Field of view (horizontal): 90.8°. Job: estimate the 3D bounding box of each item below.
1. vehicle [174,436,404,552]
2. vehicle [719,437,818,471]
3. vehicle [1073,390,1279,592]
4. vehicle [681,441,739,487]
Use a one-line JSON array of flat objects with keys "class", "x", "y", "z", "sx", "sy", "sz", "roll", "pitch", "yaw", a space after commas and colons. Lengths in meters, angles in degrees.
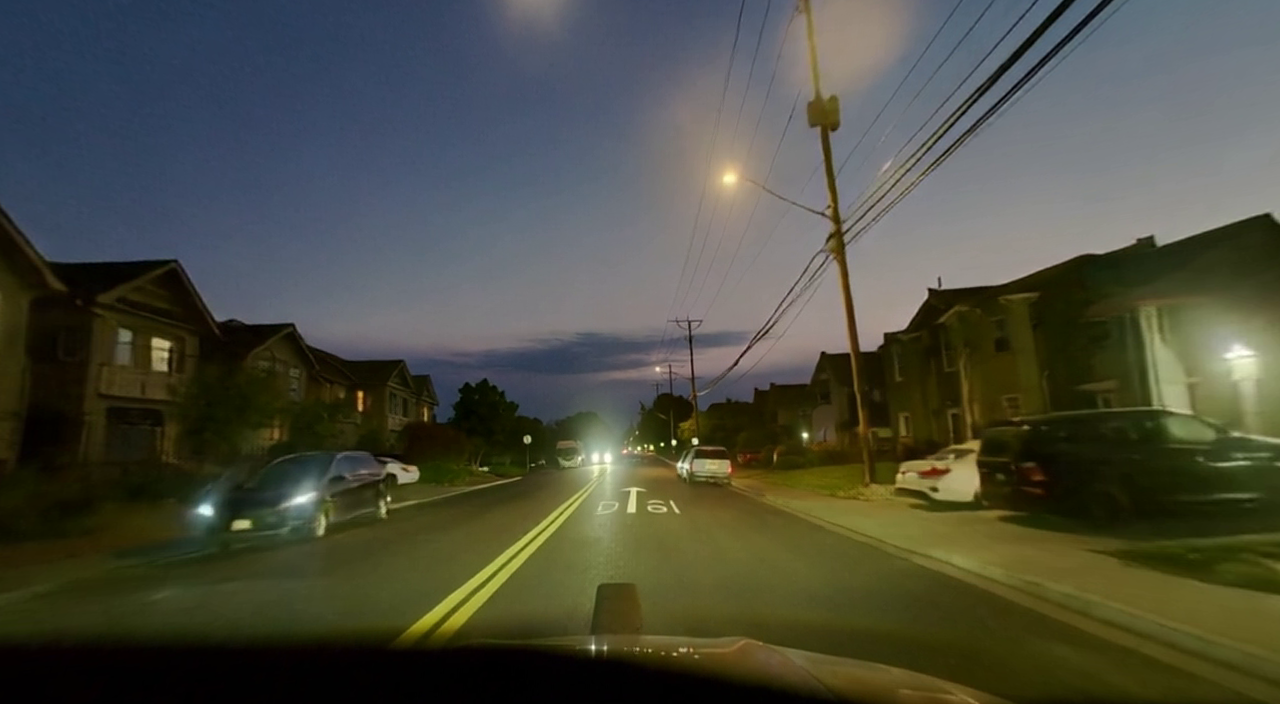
[{"class": "vehicle", "x": -6.488, "y": 2.668, "z": 12.463, "sx": 2.056, "sy": 1.741, "sz": 4.532, "roll": -2, "pitch": -10, "yaw": -2}, {"class": "vehicle", "x": 7.422, "y": 5.959, "z": 36.983, "sx": 5.288, "sy": 1.871, "sz": 2.148, "roll": 0, "pitch": -8, "yaw": 0}, {"class": "vehicle", "x": 6.912, "y": 1.113, "z": 5.209, "sx": 2.764, "sy": 1.753, "sz": 5.704, "roll": -3, "pitch": -7, "yaw": 2}, {"class": "vehicle", "x": 2.850, "y": 4.678, "z": 26.686, "sx": 1.945, "sy": 1.792, "sz": 3.903, "roll": 0, "pitch": -8, "yaw": -1}]
